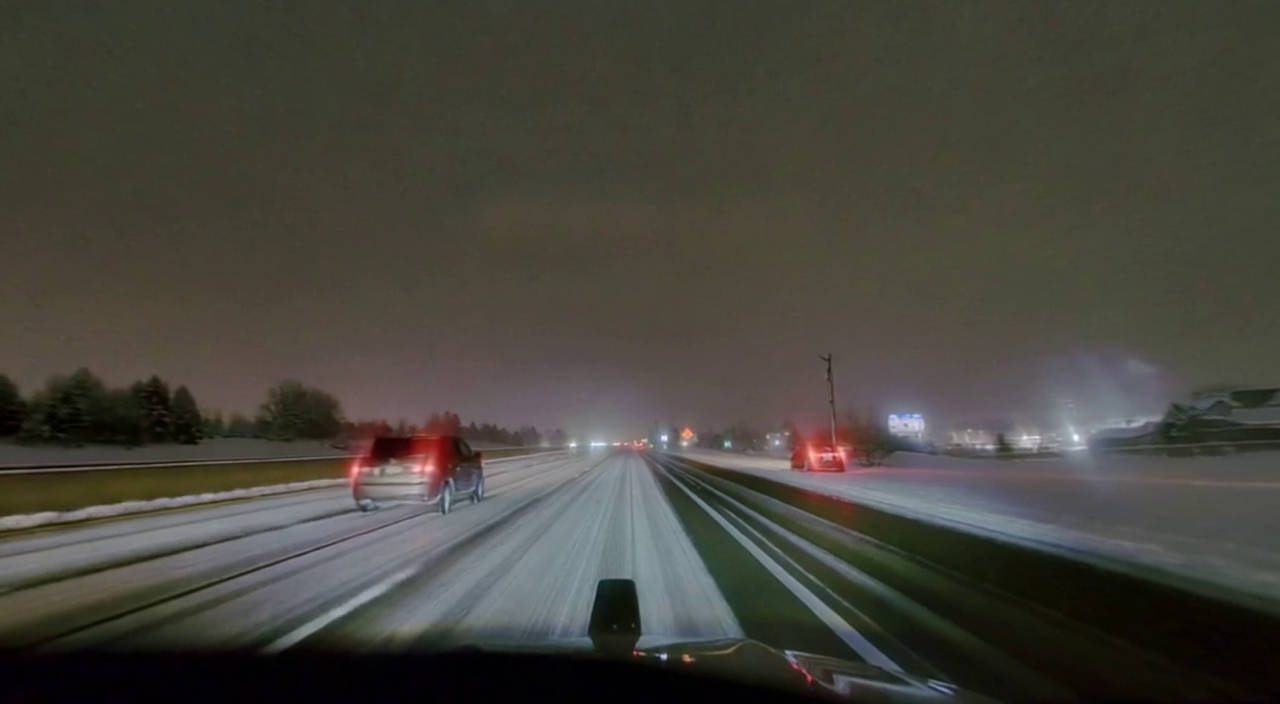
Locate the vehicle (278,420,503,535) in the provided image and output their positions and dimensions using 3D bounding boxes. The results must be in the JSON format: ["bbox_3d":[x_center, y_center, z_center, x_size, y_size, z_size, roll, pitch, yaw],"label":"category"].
[{"bbox_3d":[-4.246,2.208,11.888,2.200,1.662,5.091,-1,-8,0],"label":"vehicle"}]

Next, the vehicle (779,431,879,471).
[{"bbox_3d":[8.460,4.485,28.775,2.136,1.641,4.964,1,-8,-13],"label":"vehicle"}]
